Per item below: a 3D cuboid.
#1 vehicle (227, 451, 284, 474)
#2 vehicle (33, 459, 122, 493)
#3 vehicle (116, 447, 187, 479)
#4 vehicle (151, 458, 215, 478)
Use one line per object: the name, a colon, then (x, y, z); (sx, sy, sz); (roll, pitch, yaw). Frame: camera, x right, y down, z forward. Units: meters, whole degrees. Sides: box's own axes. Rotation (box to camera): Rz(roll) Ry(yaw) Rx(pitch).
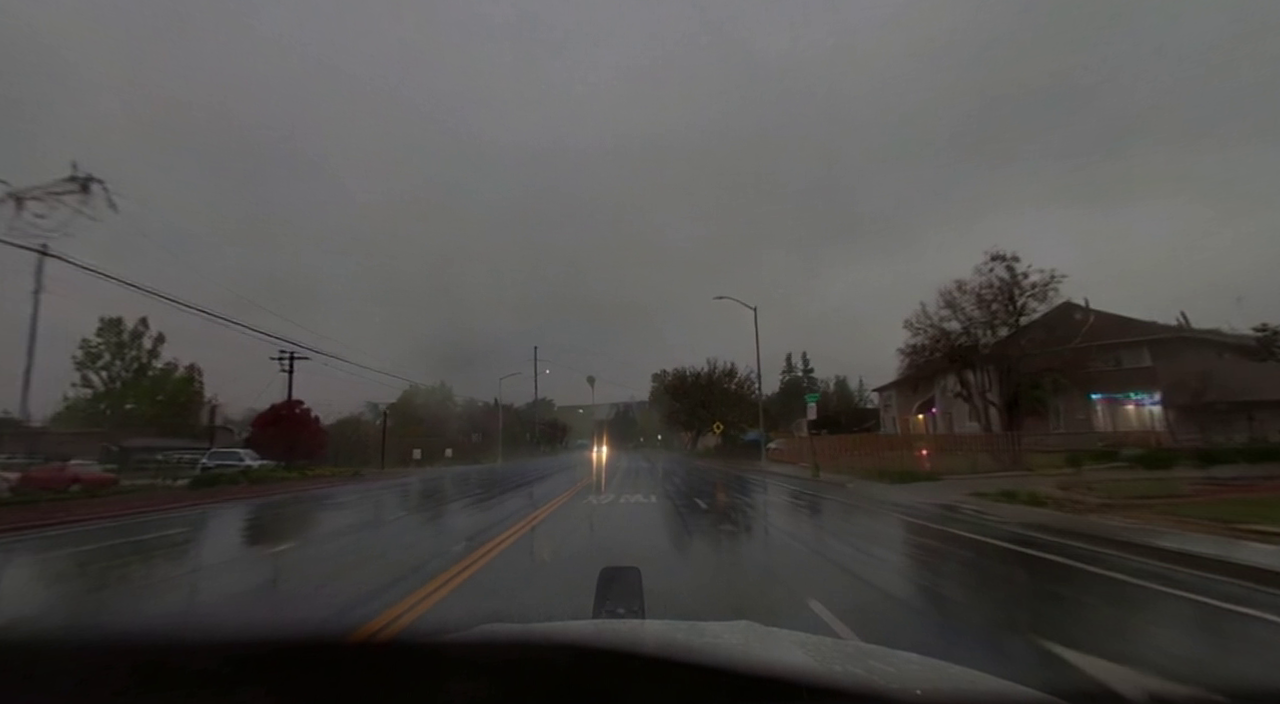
vehicle: (-29.972, 8.597, 49.440); (1.914, 1.709, 4.579); (1, -9, -5)
vehicle: (-28.014, 6.130, 31.450); (4.634, 1.513, 1.841); (-6, -10, 30)
vehicle: (-38.362, 8.702, 49.776); (1.950, 2.284, 4.544); (0, -8, -2)
vehicle: (-35.625, 9.006, 49.361); (1.783, 1.440, 4.423); (0, -9, -2)
